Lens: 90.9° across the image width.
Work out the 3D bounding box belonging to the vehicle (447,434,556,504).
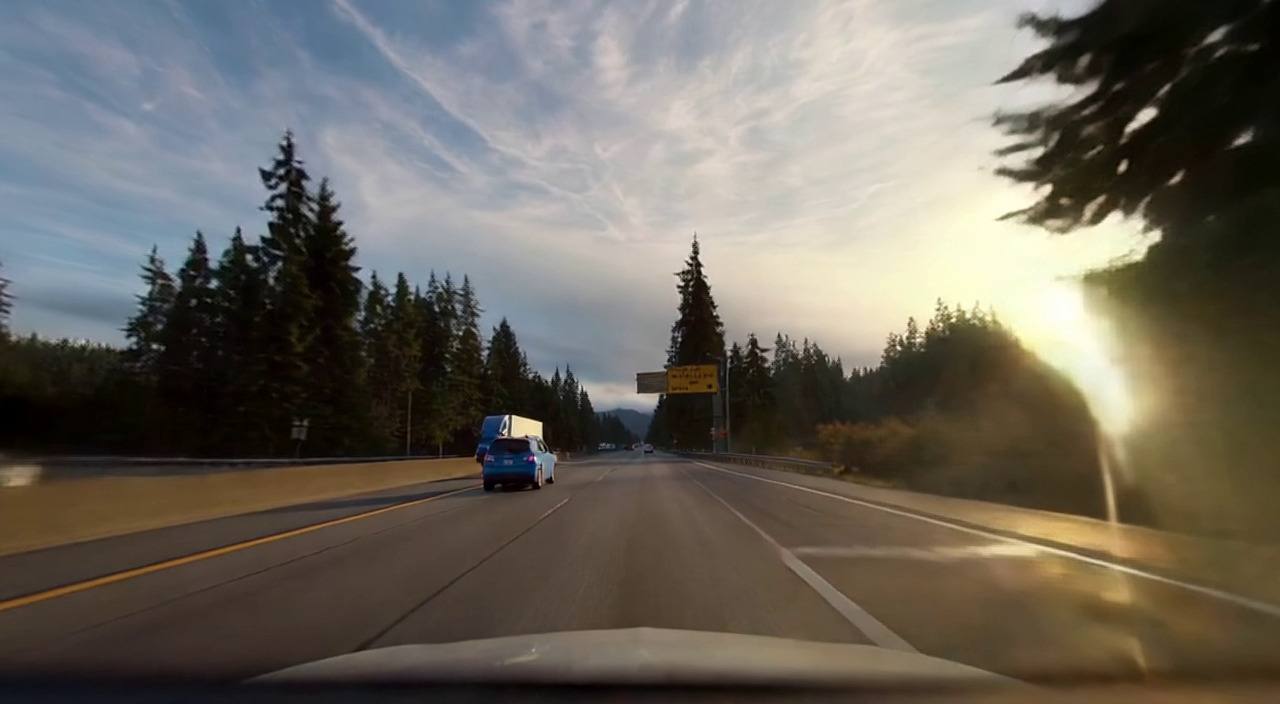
[{"bbox_3d":[-3.848,3.332,18.428,2.084,1.752,4.479,-1,-9,1],"label":"vehicle"}]
